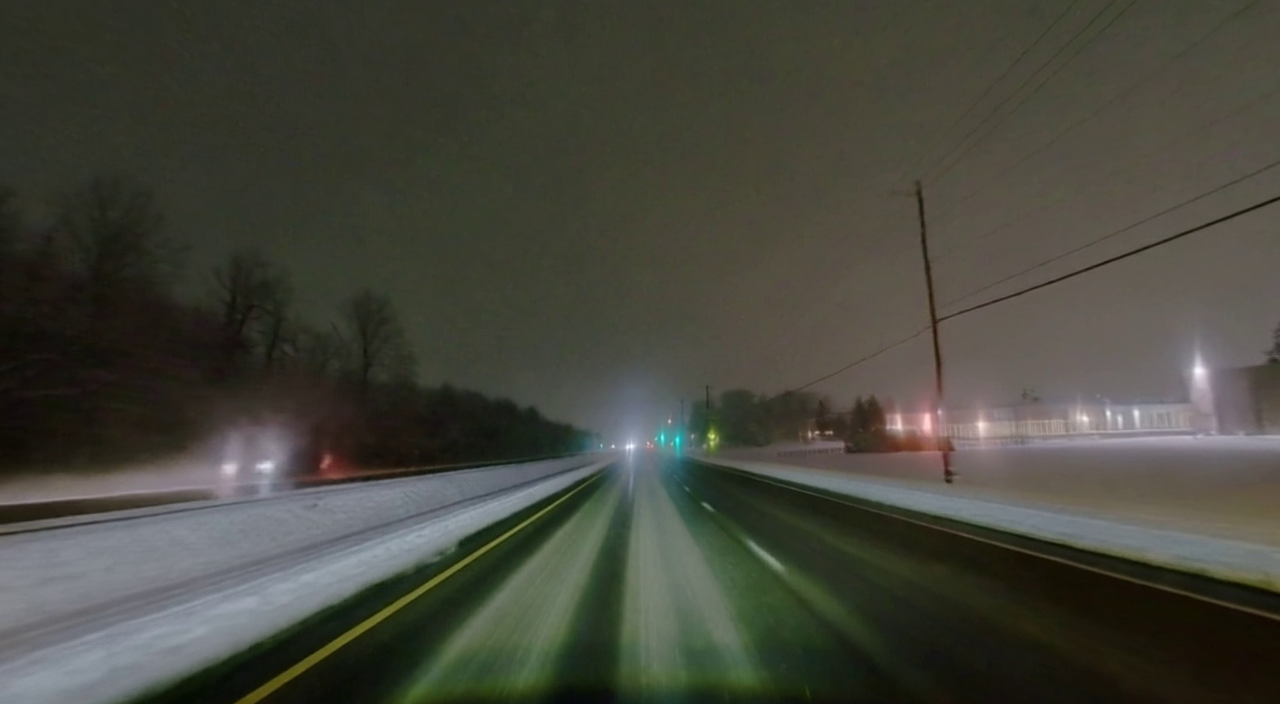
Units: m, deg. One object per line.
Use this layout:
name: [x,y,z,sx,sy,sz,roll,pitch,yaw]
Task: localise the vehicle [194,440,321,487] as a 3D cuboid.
vehicle: [-17.924,5.231,30.032,2.302,1.986,5.772,-1,-9,1]
